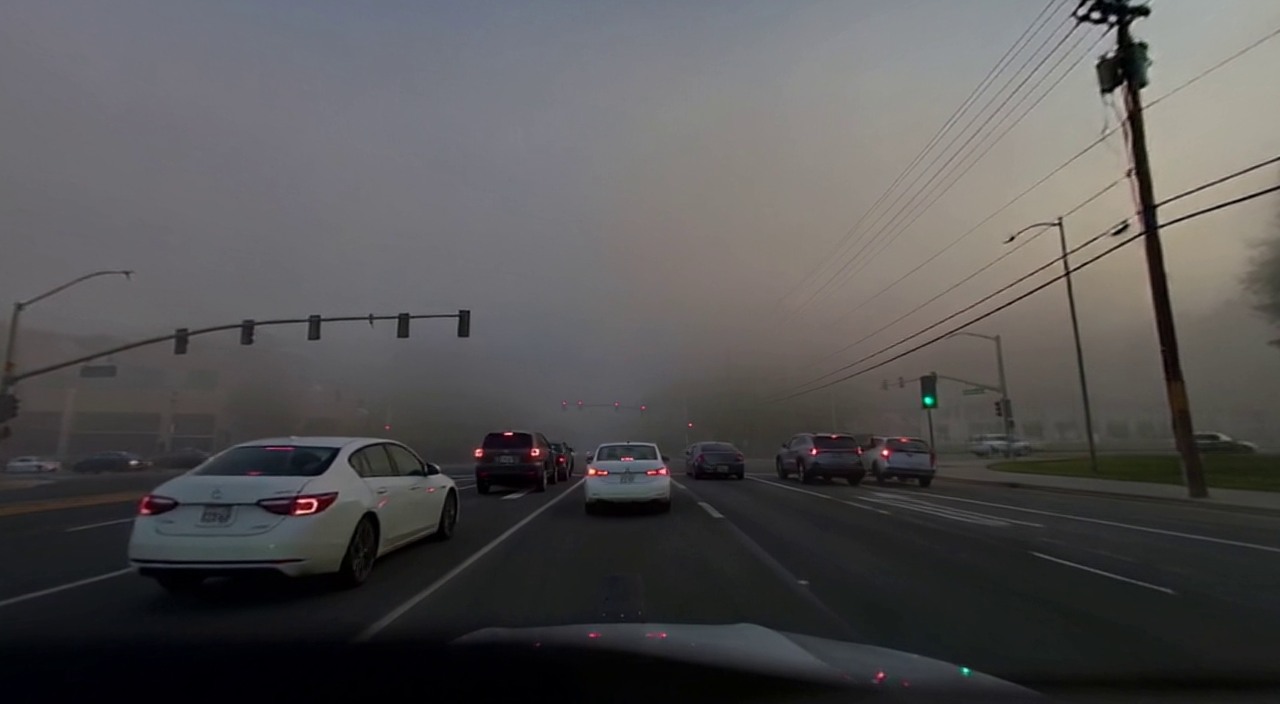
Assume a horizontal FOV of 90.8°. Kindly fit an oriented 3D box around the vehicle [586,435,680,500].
[{"bbox_3d":[-0.180,2.892,16.171,2.098,1.431,3.958,0,-8,0],"label":"vehicle"}]

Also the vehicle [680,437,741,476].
[{"bbox_3d":[2.939,4.471,27.351,1.987,1.515,4.521,0,-8,-2],"label":"vehicle"}]

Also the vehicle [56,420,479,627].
[{"bbox_3d":[-3.218,1.546,6.723,1.837,1.463,4.311,0,-8,0],"label":"vehicle"}]

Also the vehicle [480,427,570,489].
[{"bbox_3d":[-3.443,3.291,19.832,2.033,1.714,4.278,0,-8,0],"label":"vehicle"}]

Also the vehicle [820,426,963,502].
[{"bbox_3d":[6.379,2.883,16.640,1.945,1.706,4.190,0,-8,-2],"label":"vehicle"}]

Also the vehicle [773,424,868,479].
[{"bbox_3d":[7.123,4.005,25.605,2.156,1.982,5.358,0,-8,-1],"label":"vehicle"}]
